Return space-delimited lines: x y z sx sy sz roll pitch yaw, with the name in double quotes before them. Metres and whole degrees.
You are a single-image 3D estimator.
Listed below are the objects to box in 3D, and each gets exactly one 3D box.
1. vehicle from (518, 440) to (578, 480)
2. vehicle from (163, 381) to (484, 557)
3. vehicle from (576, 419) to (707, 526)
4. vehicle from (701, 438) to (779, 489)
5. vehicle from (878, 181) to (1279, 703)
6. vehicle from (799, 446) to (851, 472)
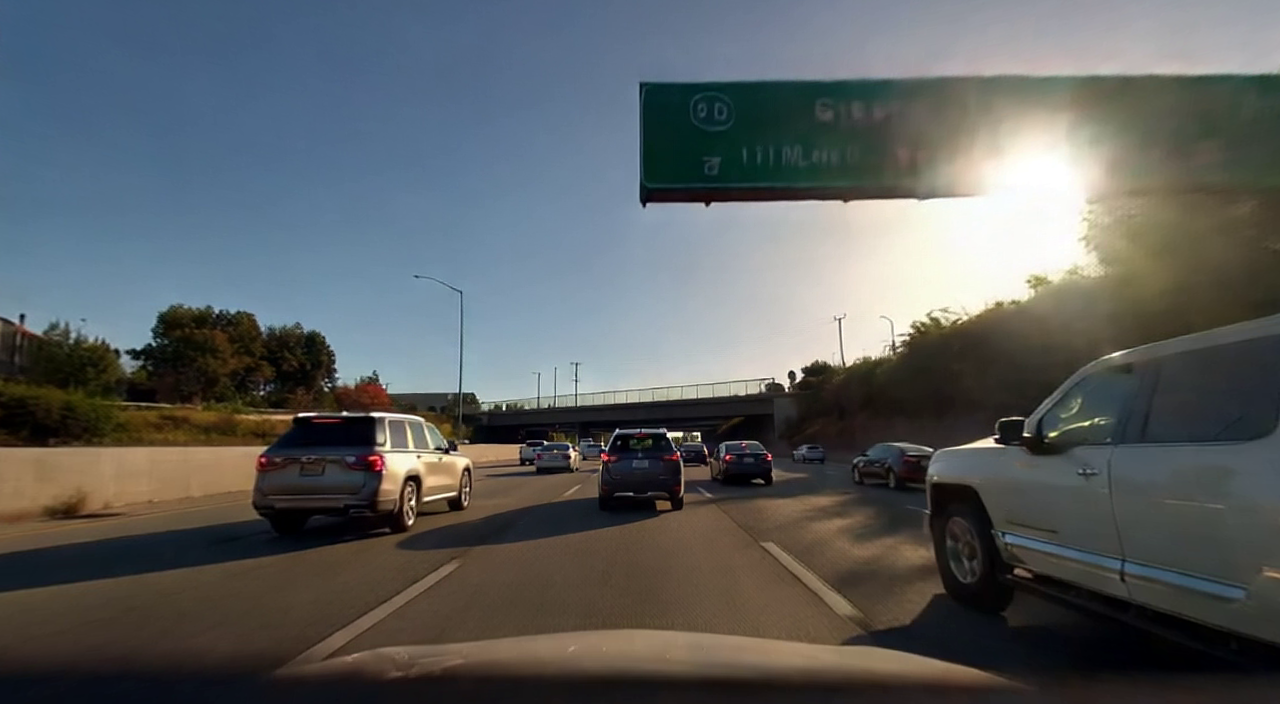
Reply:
"vehicle" -4.112 4.900 28.882 1.982 1.655 4.604 0 -9 1
"vehicle" -4.575 1.859 10.693 2.212 2.101 6.052 0 -9 1
"vehicle" 0.036 2.337 12.673 2.181 1.756 4.167 0 -9 0
"vehicle" 3.504 3.997 22.951 2.022 1.633 4.651 1 -9 -1
"vehicle" 3.481 0.693 3.428 2.300 2.242 5.327 0 -9 1
"vehicle" 11.967 6.940 41.115 1.797 1.557 4.653 1 -9 -2
